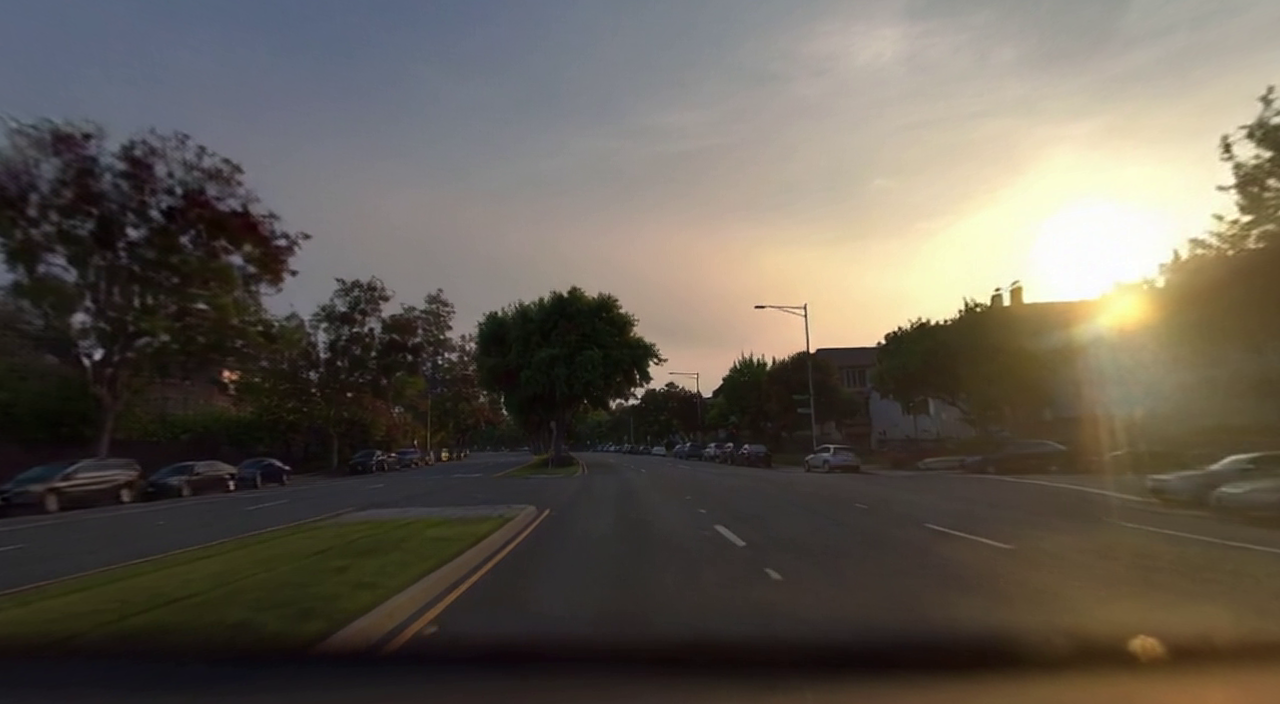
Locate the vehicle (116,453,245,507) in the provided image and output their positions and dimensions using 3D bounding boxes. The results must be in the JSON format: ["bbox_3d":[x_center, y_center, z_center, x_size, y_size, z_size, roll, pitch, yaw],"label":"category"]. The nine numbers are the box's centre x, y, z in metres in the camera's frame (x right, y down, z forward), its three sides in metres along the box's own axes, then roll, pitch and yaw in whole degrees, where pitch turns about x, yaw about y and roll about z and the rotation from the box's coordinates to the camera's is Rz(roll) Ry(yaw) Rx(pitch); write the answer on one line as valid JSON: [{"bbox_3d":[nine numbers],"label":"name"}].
[{"bbox_3d":[-17.634,4.874,24.509,1.802,1.477,4.648,-3,-5,-4],"label":"vehicle"}]

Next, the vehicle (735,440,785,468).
[{"bbox_3d":[8.087,6.929,42.849,2.039,1.752,4.876,1,-9,-5],"label":"vehicle"}]

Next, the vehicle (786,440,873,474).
[{"bbox_3d":[9.688,5.399,32.535,1.919,1.627,4.196,4,-10,-26],"label":"vehicle"}]

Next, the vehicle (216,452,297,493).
[{"bbox_3d":[-17.942,5.624,29.659,1.836,1.512,3.581,-2,-6,-5],"label":"vehicle"}]

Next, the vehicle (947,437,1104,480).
[{"bbox_3d":[15.873,4.385,26.194,5.088,1.538,2.114,-2,-7,3],"label":"vehicle"}]

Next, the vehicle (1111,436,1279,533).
[{"bbox_3d":[10.770,2.290,11.427,1.901,1.423,4.448,-2,-9,14],"label":"vehicle"}]

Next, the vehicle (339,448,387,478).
[{"bbox_3d":[-19.128,7.658,43.728,1.916,1.657,4.366,-1,-6,-8],"label":"vehicle"}]

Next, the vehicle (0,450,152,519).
[{"bbox_3d":[-17.530,3.897,19.138,1.883,1.775,4.466,-1,-8,-2],"label":"vehicle"}]
